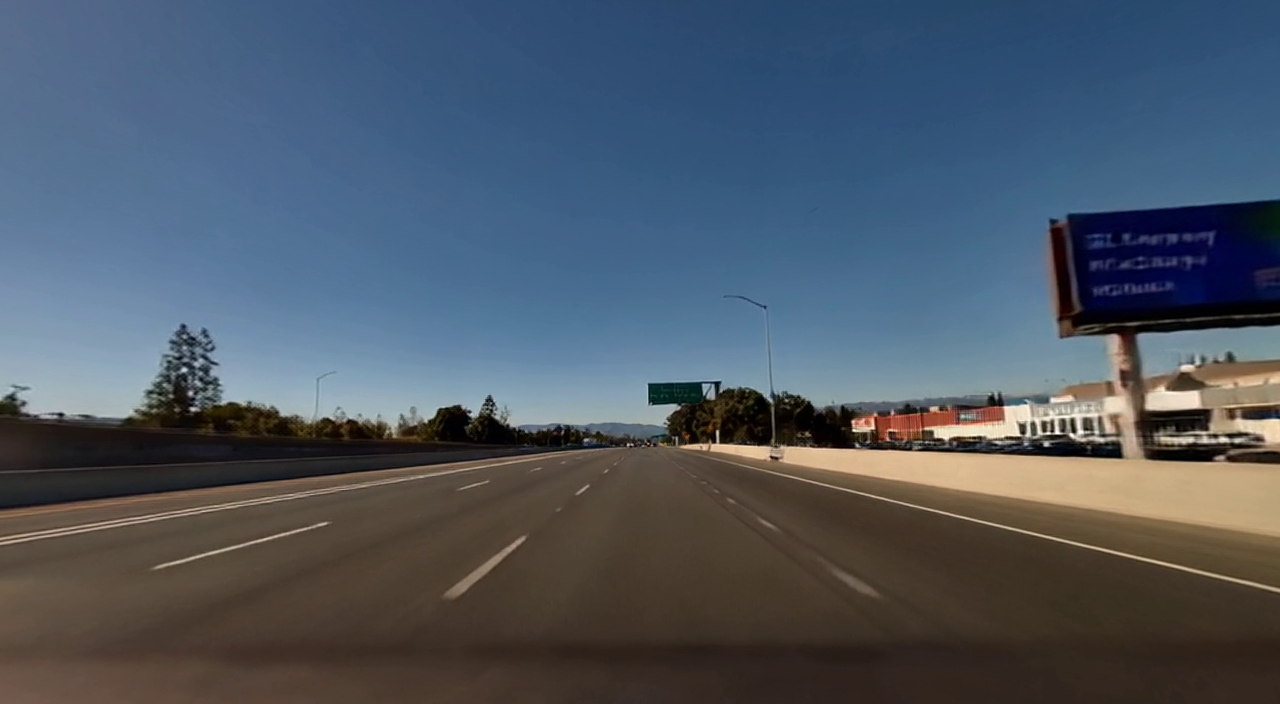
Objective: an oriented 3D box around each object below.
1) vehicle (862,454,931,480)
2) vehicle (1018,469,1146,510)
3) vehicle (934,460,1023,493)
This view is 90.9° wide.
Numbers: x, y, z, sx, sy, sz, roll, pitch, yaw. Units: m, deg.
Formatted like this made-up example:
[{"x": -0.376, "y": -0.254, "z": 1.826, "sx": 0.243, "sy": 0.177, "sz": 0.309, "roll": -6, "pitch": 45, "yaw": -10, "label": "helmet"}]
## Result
[{"x": 16.237, "y": 7.289, "z": 40.000, "sx": 3.645, "sy": 1.402, "sz": 1.624, "roll": -3, "pitch": -7, "yaw": 4, "label": "vehicle"}, {"x": 16.147, "y": 5.032, "z": 23.149, "sx": 3.437, "sy": 1.354, "sz": 1.595, "roll": 0, "pitch": -9, "yaw": 1, "label": "vehicle"}, {"x": 17.017, "y": 6.255, "z": 31.813, "sx": 3.446, "sy": 1.394, "sz": 1.733, "roll": -3, "pitch": -8, "yaw": -1, "label": "vehicle"}]
